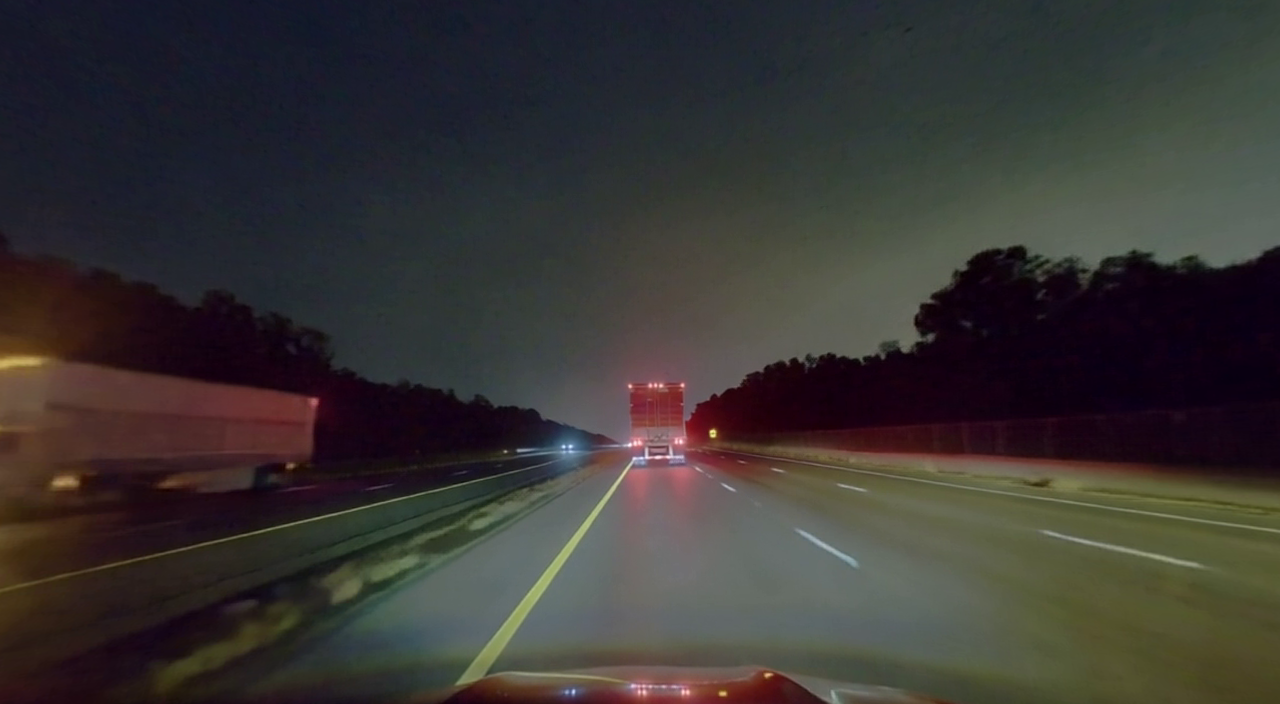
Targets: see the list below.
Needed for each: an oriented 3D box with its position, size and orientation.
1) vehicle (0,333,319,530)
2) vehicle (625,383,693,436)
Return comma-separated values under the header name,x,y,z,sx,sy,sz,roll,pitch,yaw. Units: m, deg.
name,x,y,z,sx,sy,sz,roll,pitch,yaw
vehicle,-14.846,2.550,19.148,2.723,4.121,14.048,-1,-8,0
vehicle,0.637,2.435,25.474,2.509,1.890,4.732,0,-8,-2
